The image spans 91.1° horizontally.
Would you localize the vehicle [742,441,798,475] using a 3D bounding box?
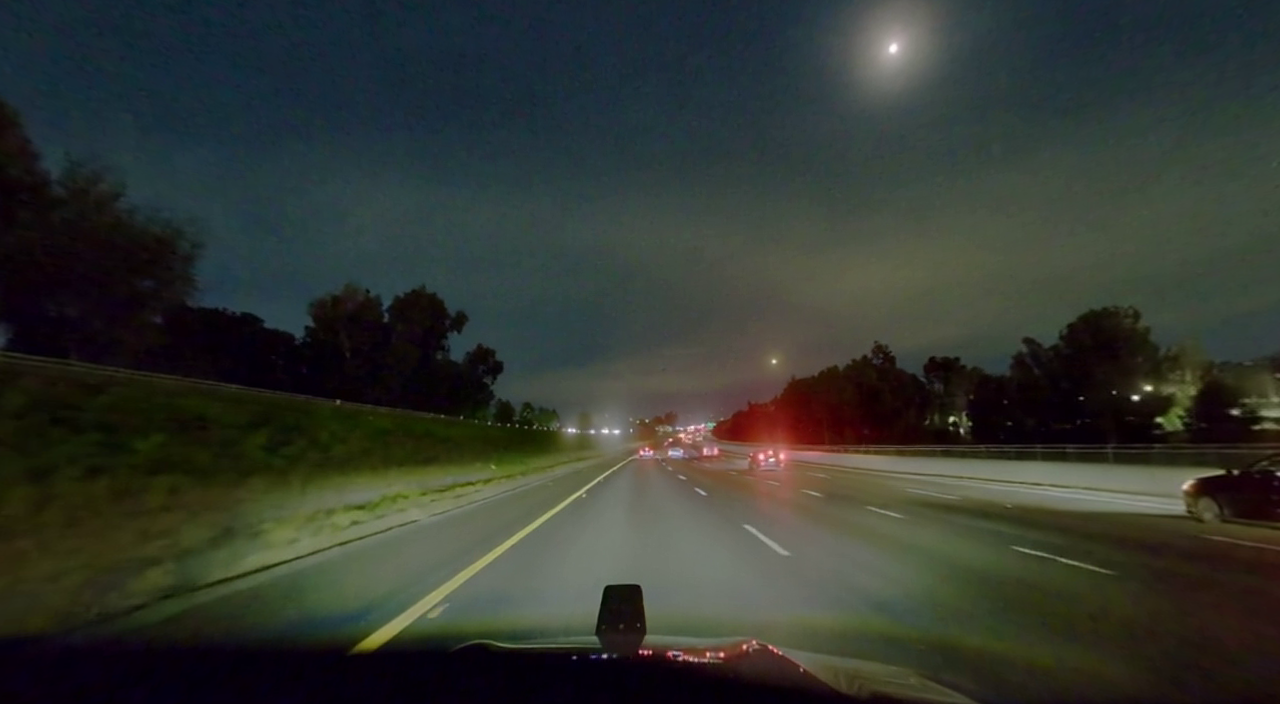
[{"bbox_3d":[7.100,5.840,34.881,2.048,1.697,4.689,0,-8,-1],"label":"vehicle"}]
